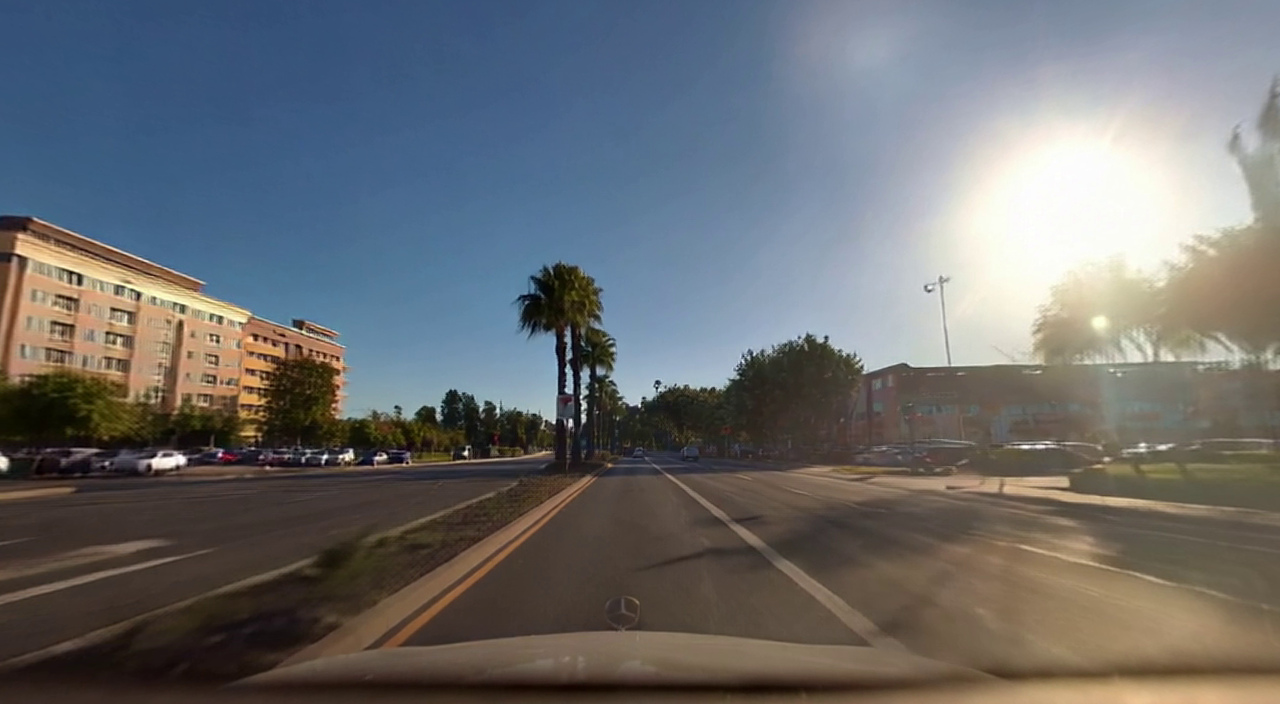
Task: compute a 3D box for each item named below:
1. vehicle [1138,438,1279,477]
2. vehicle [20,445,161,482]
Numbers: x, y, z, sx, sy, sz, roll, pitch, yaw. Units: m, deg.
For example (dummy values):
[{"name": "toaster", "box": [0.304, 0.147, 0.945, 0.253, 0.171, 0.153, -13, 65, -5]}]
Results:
[{"name": "vehicle", "box": [24.177, 4.494, 26.970, 1.881, 1.509, 4.448, 1, -8, -3]}, {"name": "vehicle", "box": [-30.627, 6.212, 35.240, 5.493, 1.979, 2.437, 0, -9, -2]}]
